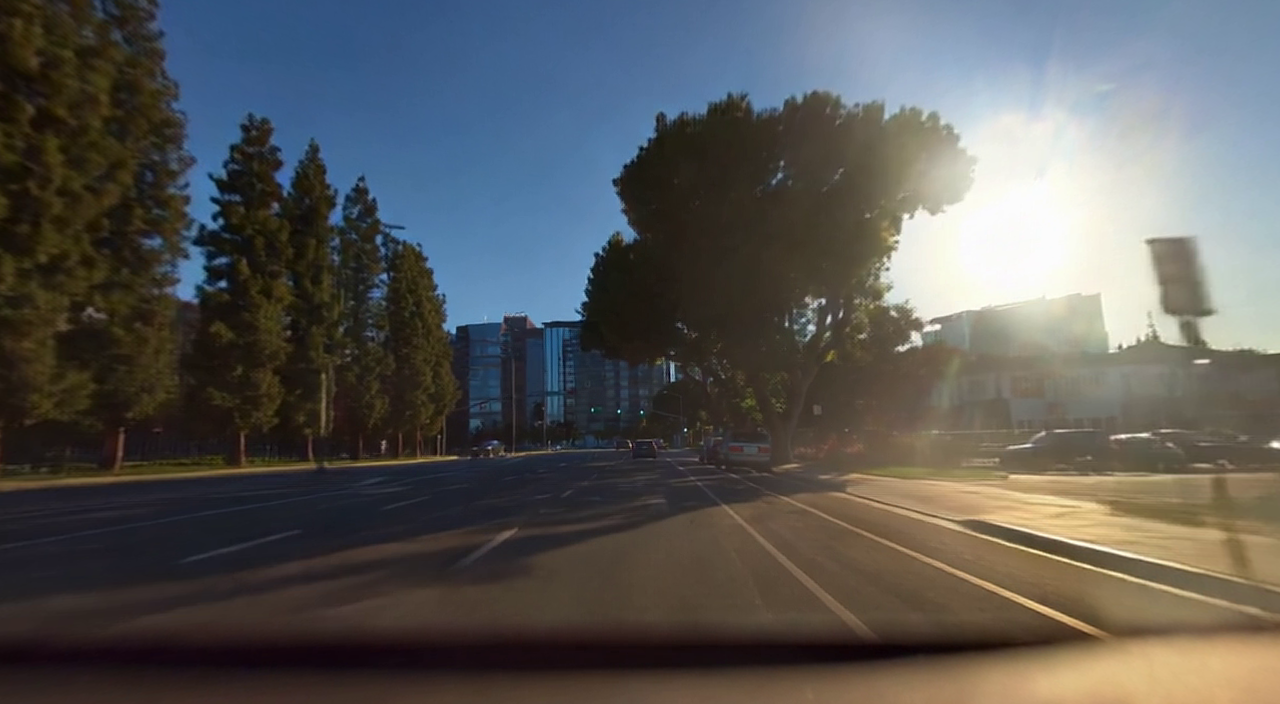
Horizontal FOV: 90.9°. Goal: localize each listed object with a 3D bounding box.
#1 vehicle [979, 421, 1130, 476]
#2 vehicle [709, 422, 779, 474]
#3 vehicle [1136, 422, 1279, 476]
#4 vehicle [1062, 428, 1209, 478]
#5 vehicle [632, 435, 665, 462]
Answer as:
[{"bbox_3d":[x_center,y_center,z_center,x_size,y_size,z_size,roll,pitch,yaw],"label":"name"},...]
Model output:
[{"bbox_3d":[14.522,3.431,22.529,2.069,1.747,4.822,0,-8,-1],"label":"vehicle"},{"bbox_3d":[4.589,4.391,28.975,2.162,2.080,6.515,0,-8,1],"label":"vehicle"},{"bbox_3d":[20.074,3.356,22.225,1.885,1.712,4.208,0,-7,3],"label":"vehicle"},{"bbox_3d":[17.350,3.504,22.354,2.049,1.475,3.863,-3,-7,0],"label":"vehicle"},{"bbox_3d":[0.606,6.610,43.480,2.169,1.751,4.276,0,-8,1],"label":"vehicle"}]
